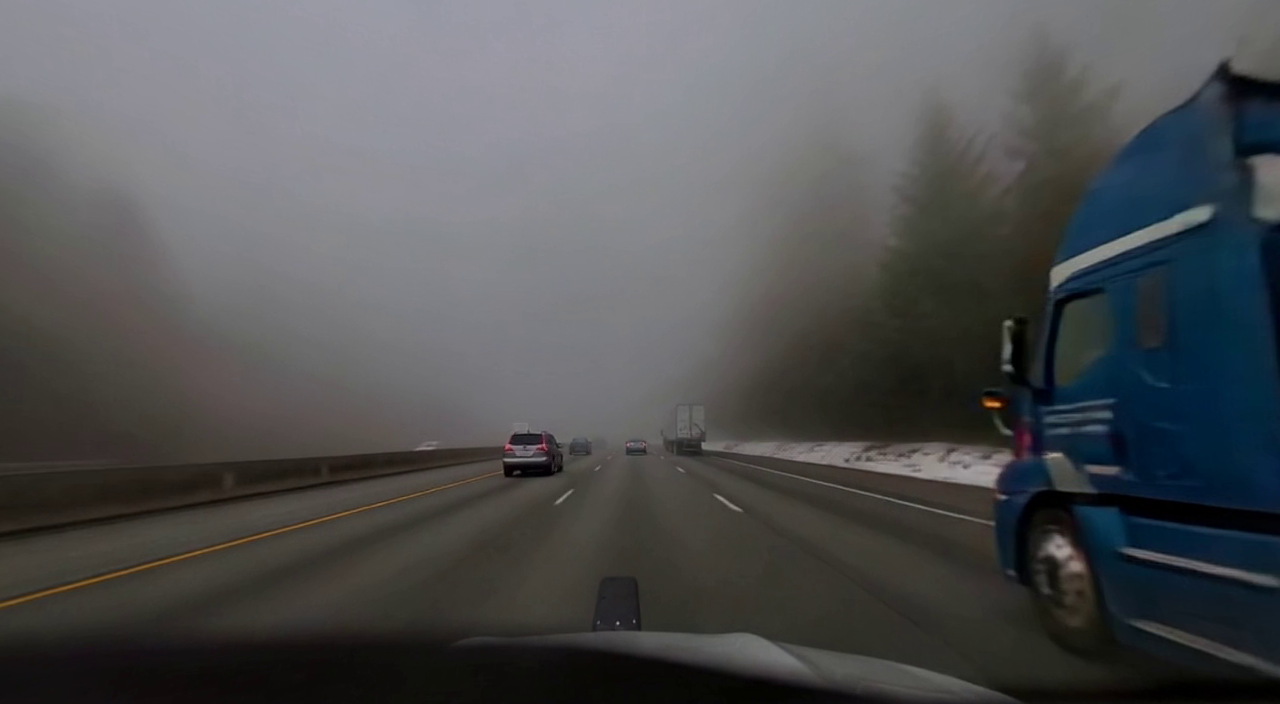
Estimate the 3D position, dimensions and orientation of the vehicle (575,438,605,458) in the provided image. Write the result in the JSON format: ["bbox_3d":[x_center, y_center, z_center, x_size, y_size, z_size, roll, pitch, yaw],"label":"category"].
[{"bbox_3d":[-3.862,7.465,49.095,2.021,1.514,4.190,0,-8,0],"label":"vehicle"}]

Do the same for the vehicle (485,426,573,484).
[{"bbox_3d":[-3.505,3.333,20.715,2.054,1.671,4.445,0,-8,0],"label":"vehicle"}]

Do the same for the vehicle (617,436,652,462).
[{"bbox_3d":[-0.382,6.192,40.384,2.088,1.567,4.240,0,-8,-1],"label":"vehicle"}]

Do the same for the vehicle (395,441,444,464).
[{"bbox_3d":[-15.563,7.106,44.590,1.862,1.529,4.419,0,-8,0],"label":"vehicle"}]
